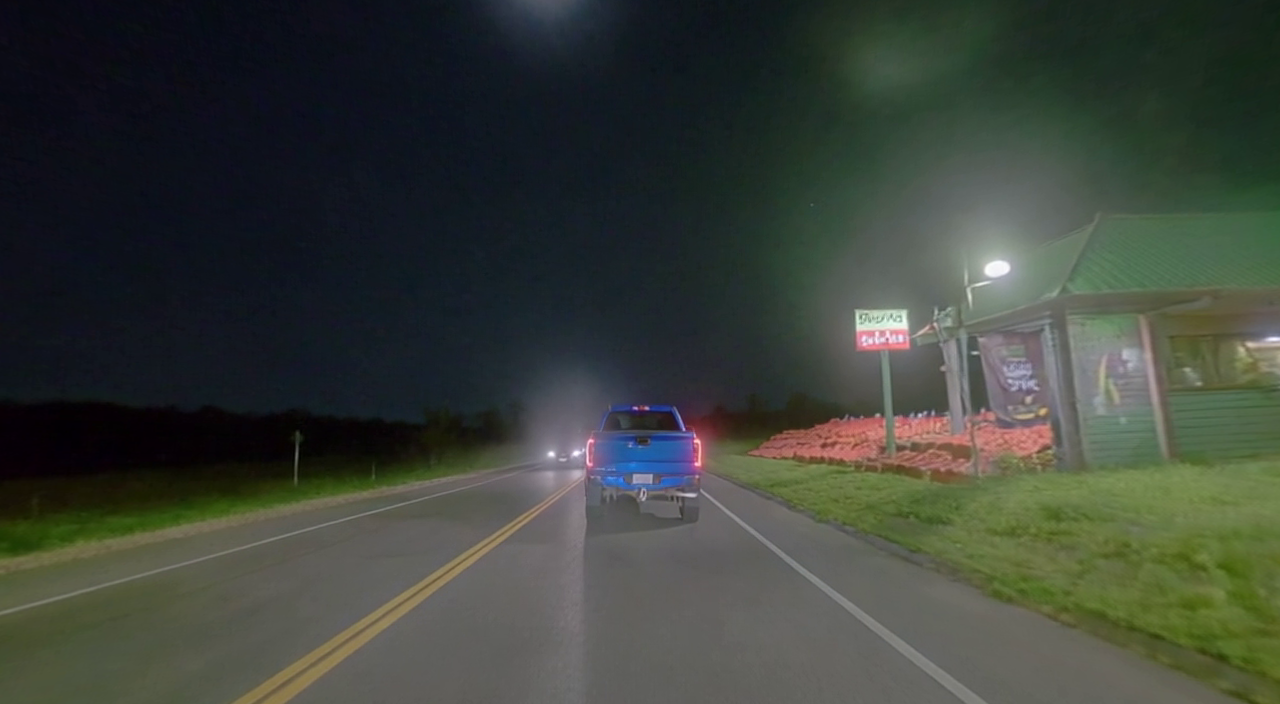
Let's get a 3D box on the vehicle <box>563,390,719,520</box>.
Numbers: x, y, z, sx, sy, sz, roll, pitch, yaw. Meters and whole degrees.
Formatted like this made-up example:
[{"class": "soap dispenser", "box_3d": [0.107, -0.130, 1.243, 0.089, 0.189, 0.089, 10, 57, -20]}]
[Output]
[{"class": "vehicle", "box_3d": [-0.056, 2.212, 13.946, 2.693, 2.223, 5.885, 0, -8, -2]}]
